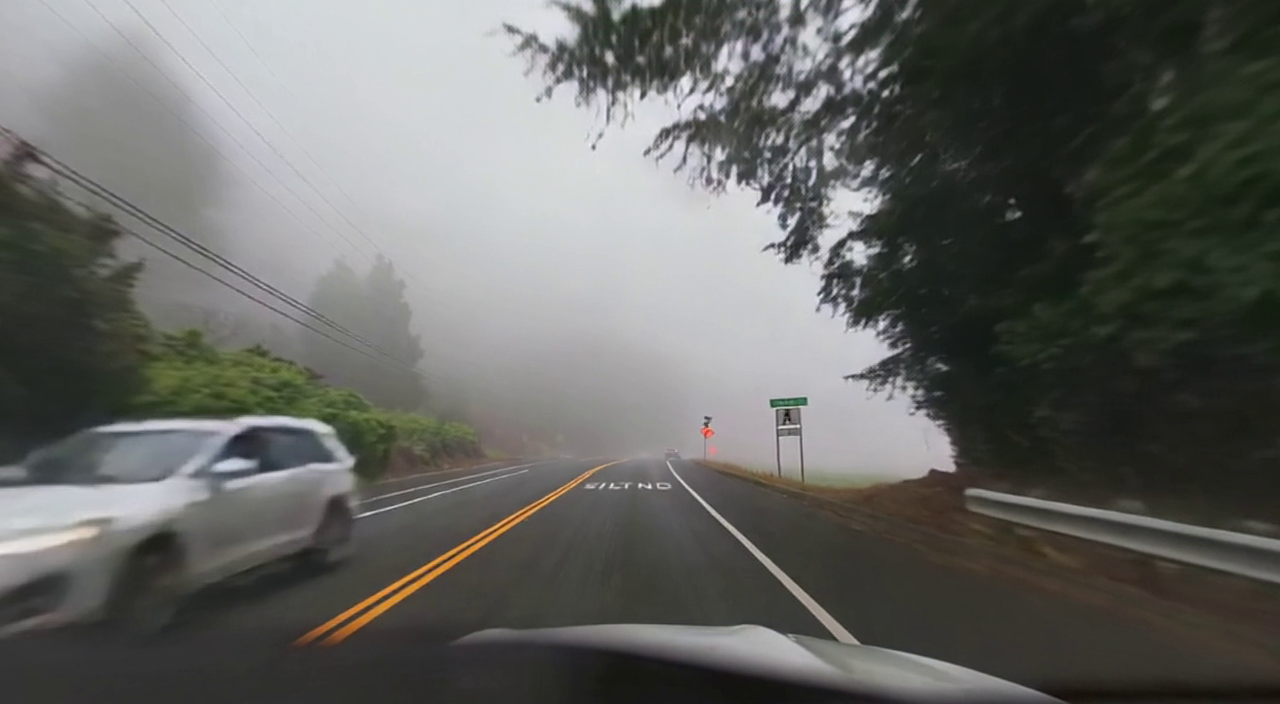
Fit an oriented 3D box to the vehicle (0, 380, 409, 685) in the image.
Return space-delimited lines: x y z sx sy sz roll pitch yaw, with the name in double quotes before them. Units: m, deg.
"vehicle" -3.992 1.343 5.833 2.018 1.702 4.423 0 -9 0
